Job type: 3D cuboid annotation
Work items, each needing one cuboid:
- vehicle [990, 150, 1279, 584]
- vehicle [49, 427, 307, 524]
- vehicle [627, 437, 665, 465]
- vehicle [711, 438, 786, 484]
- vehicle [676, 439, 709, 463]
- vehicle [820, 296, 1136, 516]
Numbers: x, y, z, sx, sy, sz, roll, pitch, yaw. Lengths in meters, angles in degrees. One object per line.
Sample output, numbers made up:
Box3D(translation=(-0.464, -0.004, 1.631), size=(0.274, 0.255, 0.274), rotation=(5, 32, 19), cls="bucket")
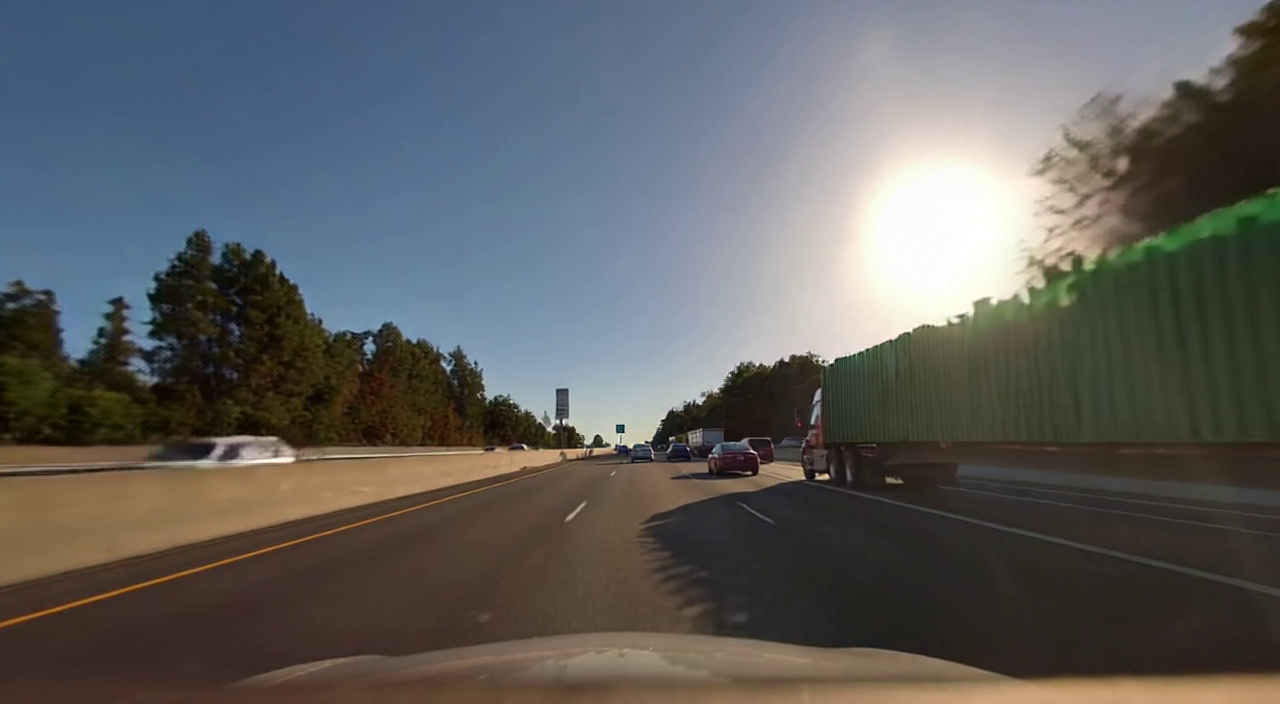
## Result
Box3D(translation=(7.351, 0.138, 5.823), size=(2.784, 4.002, 9.298), rotation=(0, -8, 0), cls="vehicle")
Box3D(translation=(-9.811, 2.630, 14.004), size=(2.121, 1.775, 4.656), rotation=(0, -8, 1), cls="vehicle")
Box3D(translation=(0.412, 6.471, 41.126), size=(2.313, 1.736, 4.215), rotation=(0, -8, 1), cls="vehicle")
Box3D(translation=(3.817, 3.913, 22.949), size=(1.888, 1.501, 4.608), rotation=(0, -8, 0), cls="vehicle")
Box3D(translation=(3.919, 7.440, 47.247), size=(2.084, 1.668, 4.511), rotation=(0, -8, 0), cls="vehicle")
Box3D(translation=(7.366, 1.599, 15.961), size=(2.752, 3.975, 9.319), rotation=(0, -8, 0), cls="vehicle")
